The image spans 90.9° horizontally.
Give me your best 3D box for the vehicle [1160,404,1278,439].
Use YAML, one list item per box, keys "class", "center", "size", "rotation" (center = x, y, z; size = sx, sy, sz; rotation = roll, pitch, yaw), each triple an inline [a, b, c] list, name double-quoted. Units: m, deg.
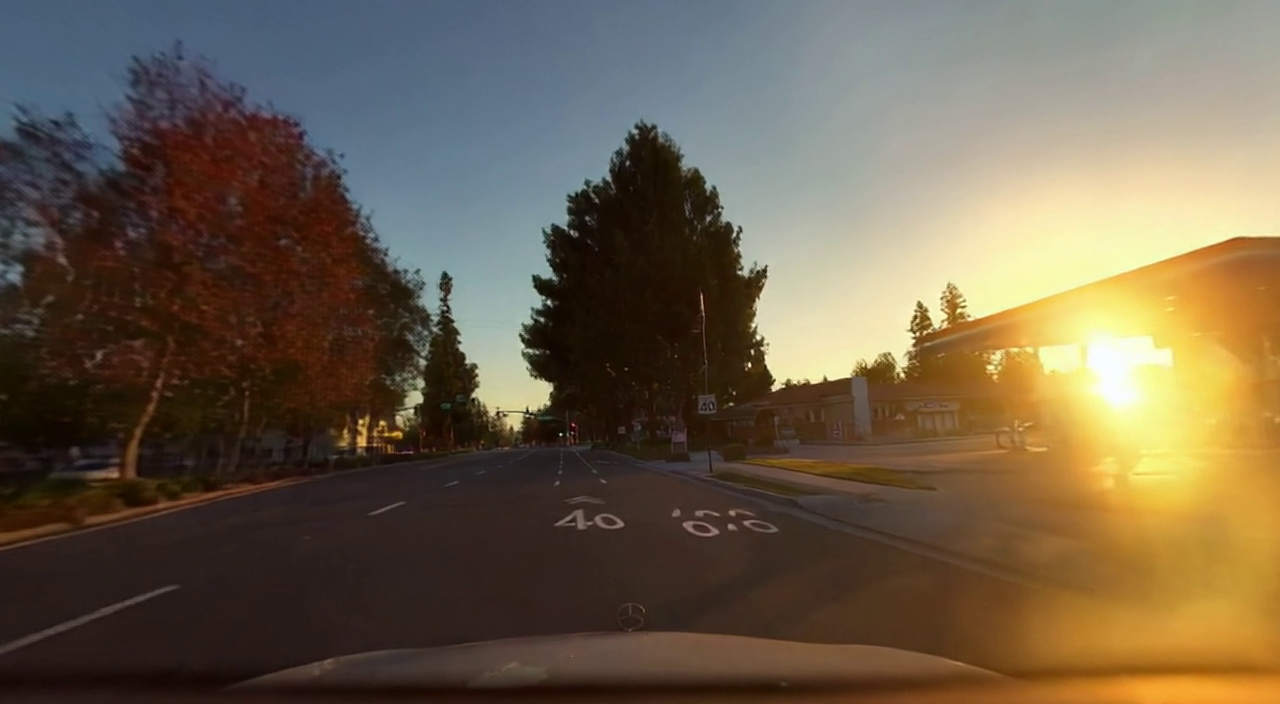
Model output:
- class: "vehicle"
  center: [31.419, 3.814, 34.384]
  size: [4.323, 1.447, 1.710]
  rotation: [-9, -7, 29]
